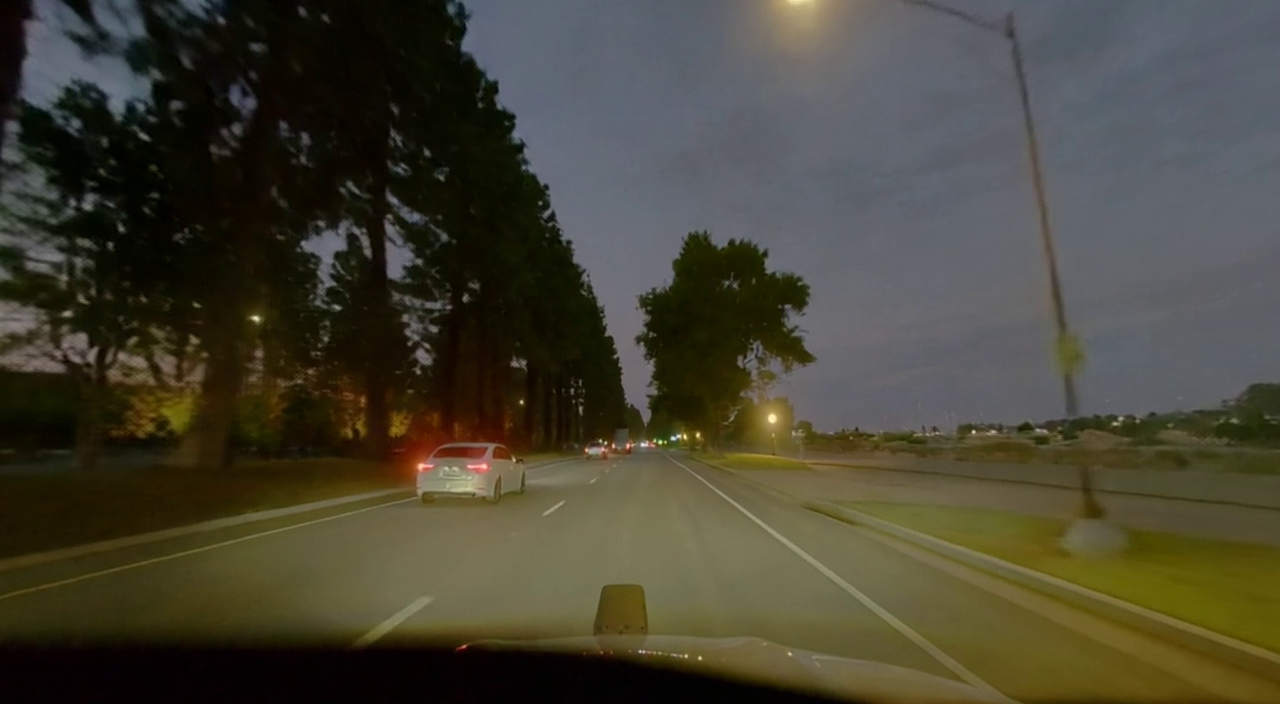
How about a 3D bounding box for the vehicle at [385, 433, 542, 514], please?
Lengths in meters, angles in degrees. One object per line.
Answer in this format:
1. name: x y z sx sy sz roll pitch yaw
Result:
1. vehicle: -3.597 2.569 13.847 2.033 1.454 4.512 0 -8 2
